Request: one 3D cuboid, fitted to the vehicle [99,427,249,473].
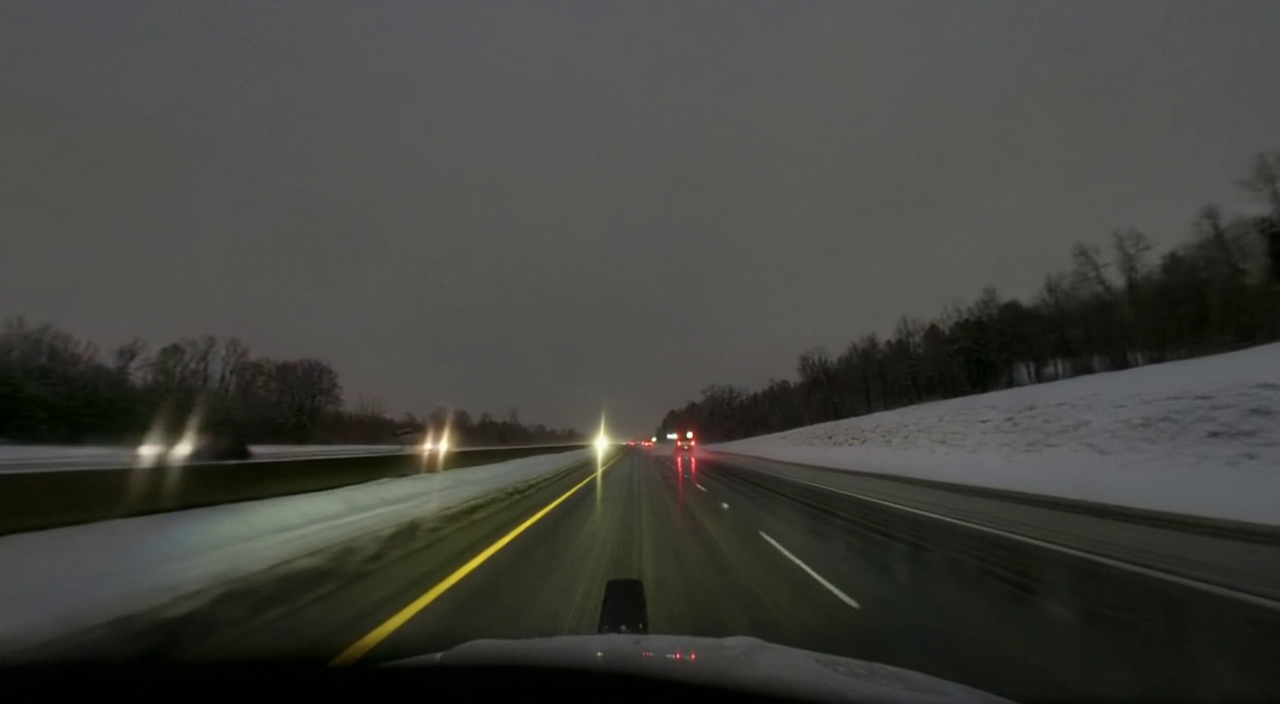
[{"bbox_3d":[-21.526,4.577,29.610,2.454,1.943,5.953,0,-8,0],"label":"vehicle"}]
